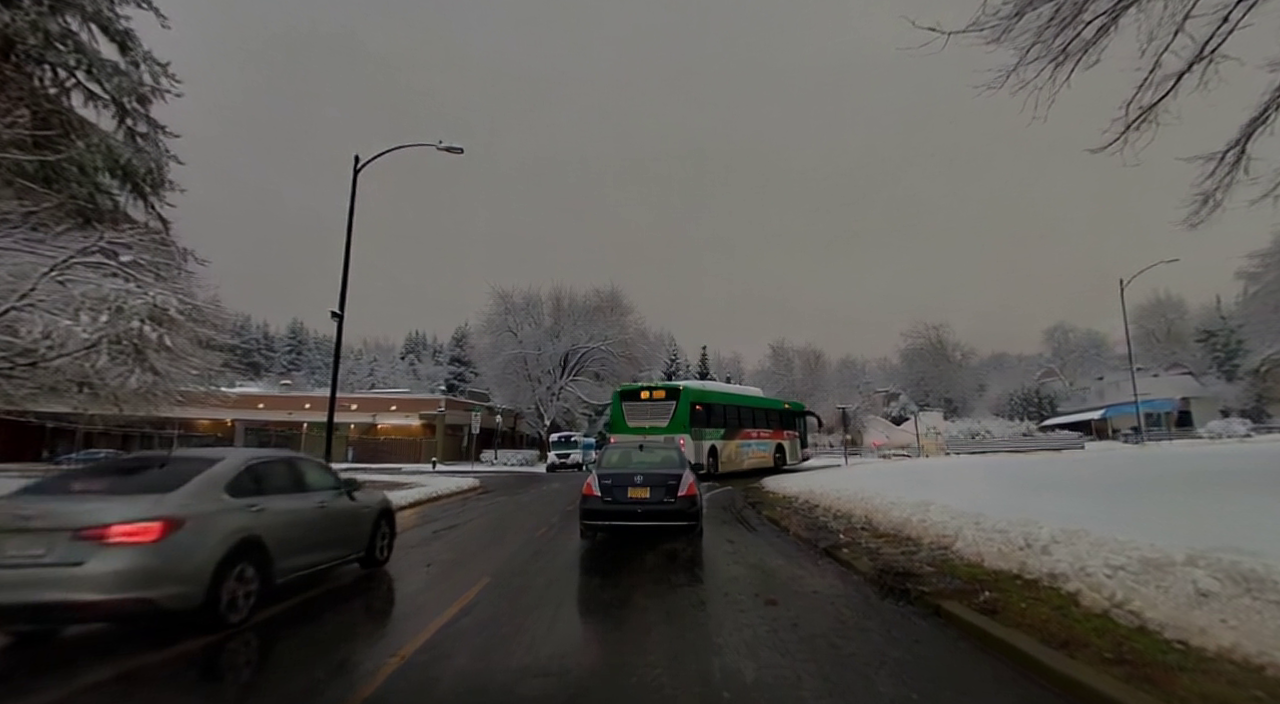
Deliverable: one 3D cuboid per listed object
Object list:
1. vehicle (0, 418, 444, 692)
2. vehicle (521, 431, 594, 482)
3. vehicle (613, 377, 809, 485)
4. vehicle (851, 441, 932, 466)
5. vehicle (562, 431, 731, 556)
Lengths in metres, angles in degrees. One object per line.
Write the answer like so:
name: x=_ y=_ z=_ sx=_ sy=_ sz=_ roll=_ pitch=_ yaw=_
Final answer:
vehicle: x=-3.601 y=1.458 z=5.808 sx=1.953 sy=1.480 sz=4.522 roll=-1 pitch=-8 yaw=3
vehicle: x=-3.044 y=3.982 z=24.261 sx=2.017 sy=1.761 sz=4.572 roll=-1 pitch=-8 yaw=2
vehicle: x=3.196 y=3.117 z=24.267 sx=2.948 sy=3.303 sz=9.977 roll=-6 pitch=-10 yaw=35
vehicle: x=15.675 y=6.332 z=39.366 sx=4.422 sy=1.457 sz=1.882 roll=-6 pitch=-10 yaw=29
vehicle: x=0.098 y=1.996 z=9.563 sx=2.020 sy=1.478 sz=3.922 roll=0 pitch=-8 yaw=1
